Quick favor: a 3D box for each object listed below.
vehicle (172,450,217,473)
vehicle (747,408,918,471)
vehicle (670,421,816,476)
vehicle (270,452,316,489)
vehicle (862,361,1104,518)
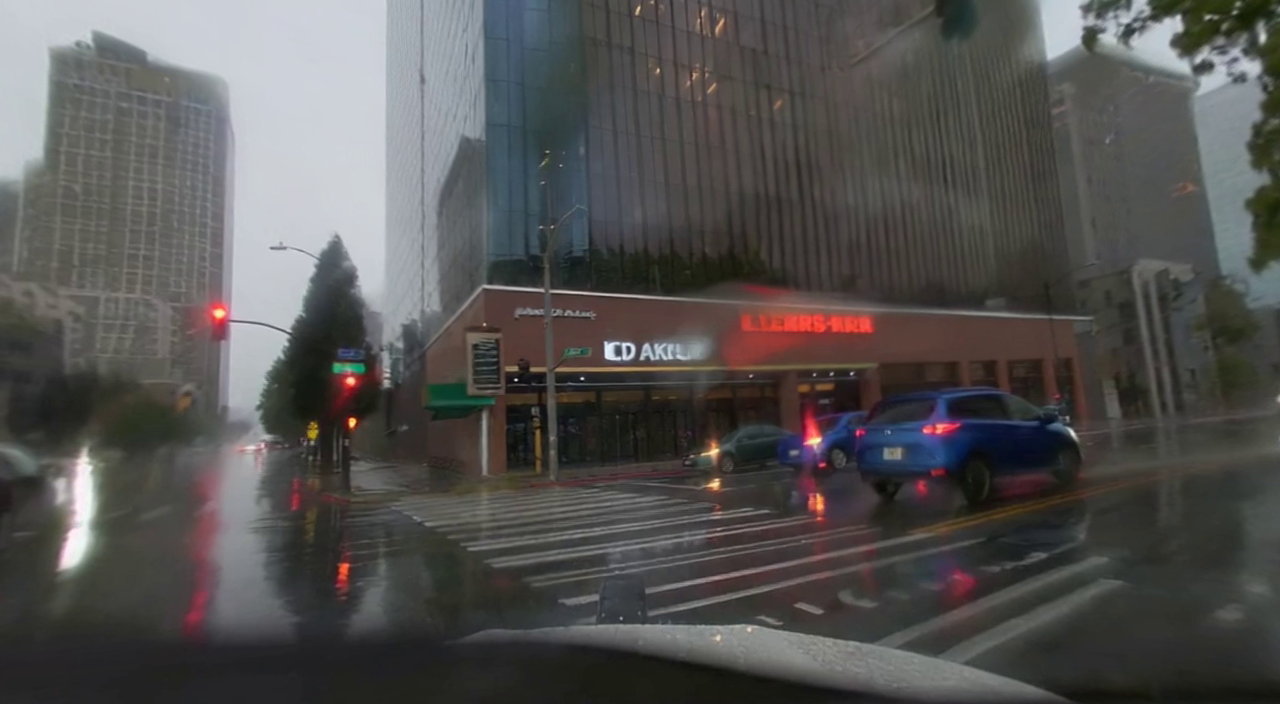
[{"bbox_3d":[-31.331,7.673,44.558,2.097,1.508,4.202,4,-10,-29],"label":"vehicle"},{"bbox_3d":[5.273,2.374,17.196,4.504,1.507,1.857,5,-10,-31],"label":"vehicle"},{"bbox_3d":[3.163,2.923,19.275,4.021,1.508,1.989,5,-10,-31],"label":"vehicle"},{"bbox_3d":[-17.571,5.942,31.884,1.920,1.605,4.091,0,-9,-30],"label":"vehicle"},{"bbox_3d":[5.083,1.263,9.097,2.023,1.702,4.152,-8,-11,41],"label":"vehicle"}]
